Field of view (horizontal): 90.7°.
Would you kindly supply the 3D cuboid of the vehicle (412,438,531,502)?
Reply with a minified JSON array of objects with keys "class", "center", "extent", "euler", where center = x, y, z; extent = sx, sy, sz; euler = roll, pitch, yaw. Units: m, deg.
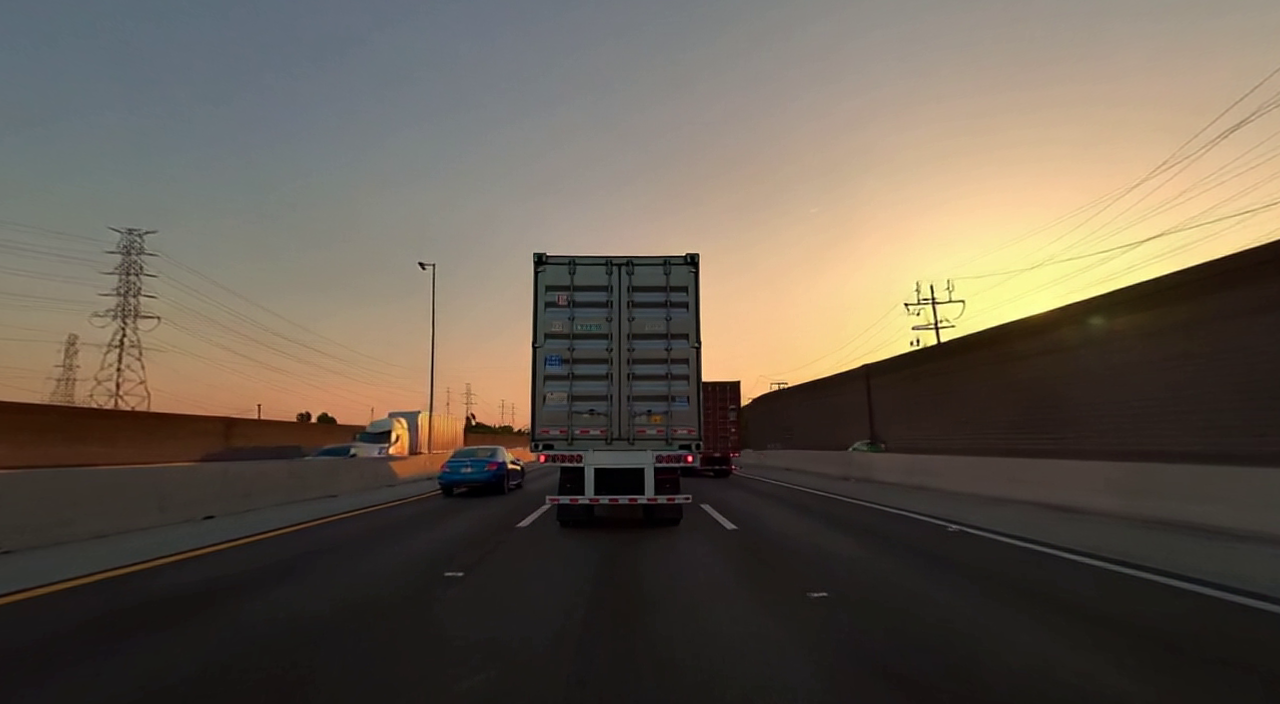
[{"class":"vehicle","center":[-4.370,3.140,17.235],"extent":[1.993,1.475,4.540],"euler":[-1,-9,0]}]

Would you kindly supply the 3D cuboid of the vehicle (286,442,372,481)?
[{"class":"vehicle","center":[-12.708,4.478,26.093],"extent":[1.735,1.440,3.601],"euler":[0,-9,0]}]

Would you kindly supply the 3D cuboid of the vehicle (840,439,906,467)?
[{"class":"vehicle","center":[13.436,5.854,36.799],"extent":[2.020,1.546,4.336],"euler":[0,-9,-2]}]

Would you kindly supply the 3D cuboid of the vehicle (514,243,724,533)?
[{"class":"vehicle","center":[-0.324,1.336,14.849],"extent":[2.841,4.071,12.046],"euler":[0,-9,0]}]
